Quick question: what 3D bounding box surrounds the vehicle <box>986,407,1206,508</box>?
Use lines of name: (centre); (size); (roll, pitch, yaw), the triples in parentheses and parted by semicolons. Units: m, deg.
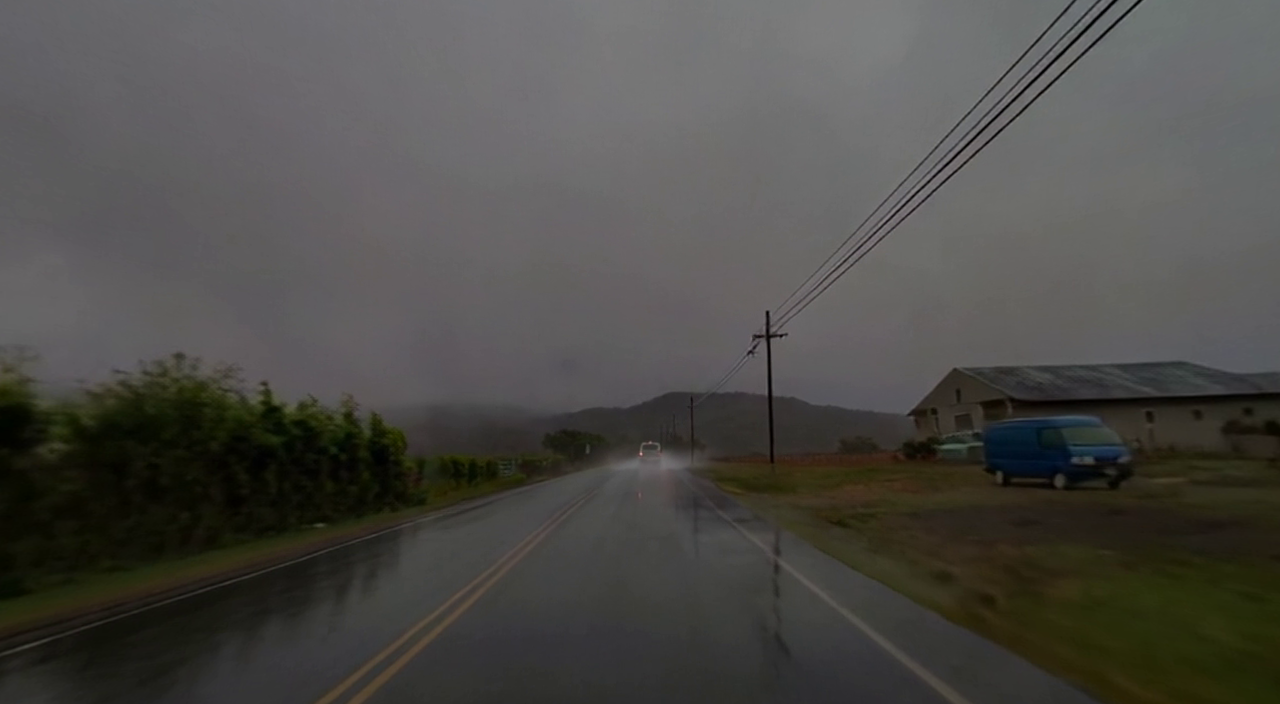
vehicle: (10.602, 2.487, 15.209); (2.077, 1.919, 4.690); (-4, -8, 6)
